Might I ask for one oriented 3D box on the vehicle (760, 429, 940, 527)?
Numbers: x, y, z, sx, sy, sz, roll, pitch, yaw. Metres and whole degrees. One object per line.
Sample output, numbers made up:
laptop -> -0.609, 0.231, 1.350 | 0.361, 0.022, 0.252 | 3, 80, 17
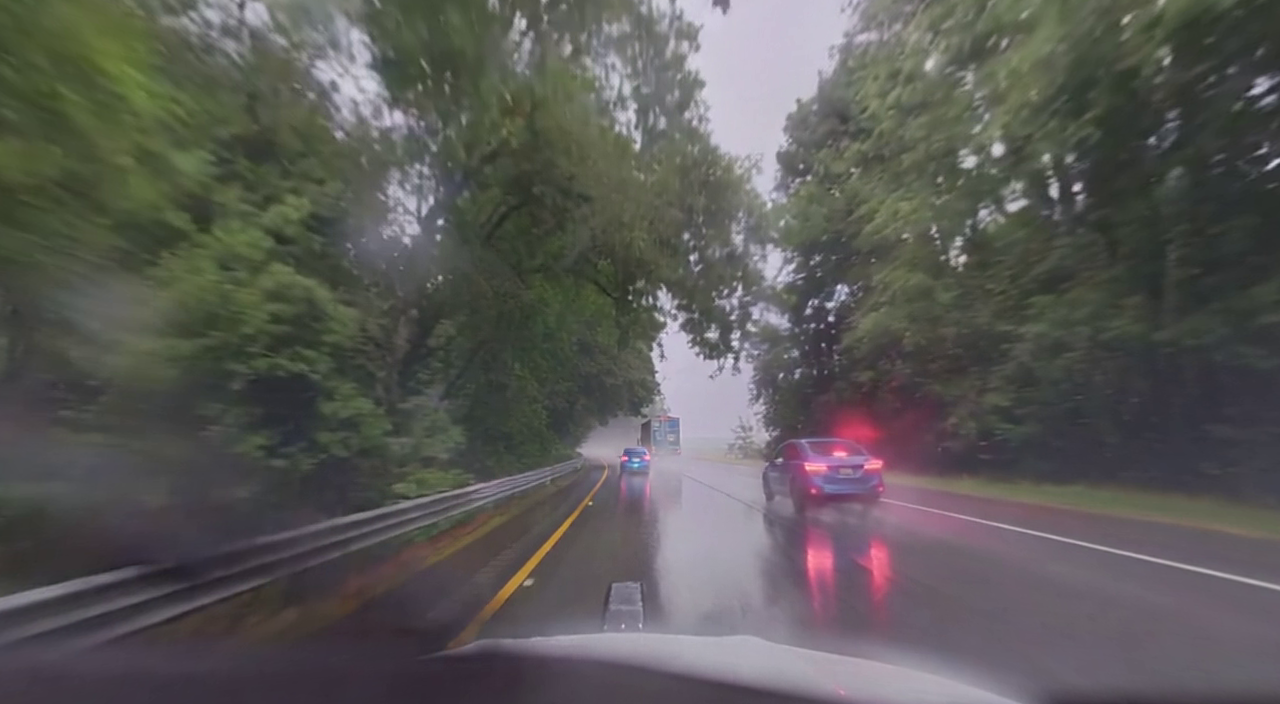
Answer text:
vehicle -> 3.936, 2.457, 12.819 | 1.977, 1.599, 4.605 | 0, -9, -1

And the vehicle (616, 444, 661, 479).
vehicle -> -0.112, 4.996, 28.902 | 1.913, 1.460, 3.610 | 0, -9, -2
